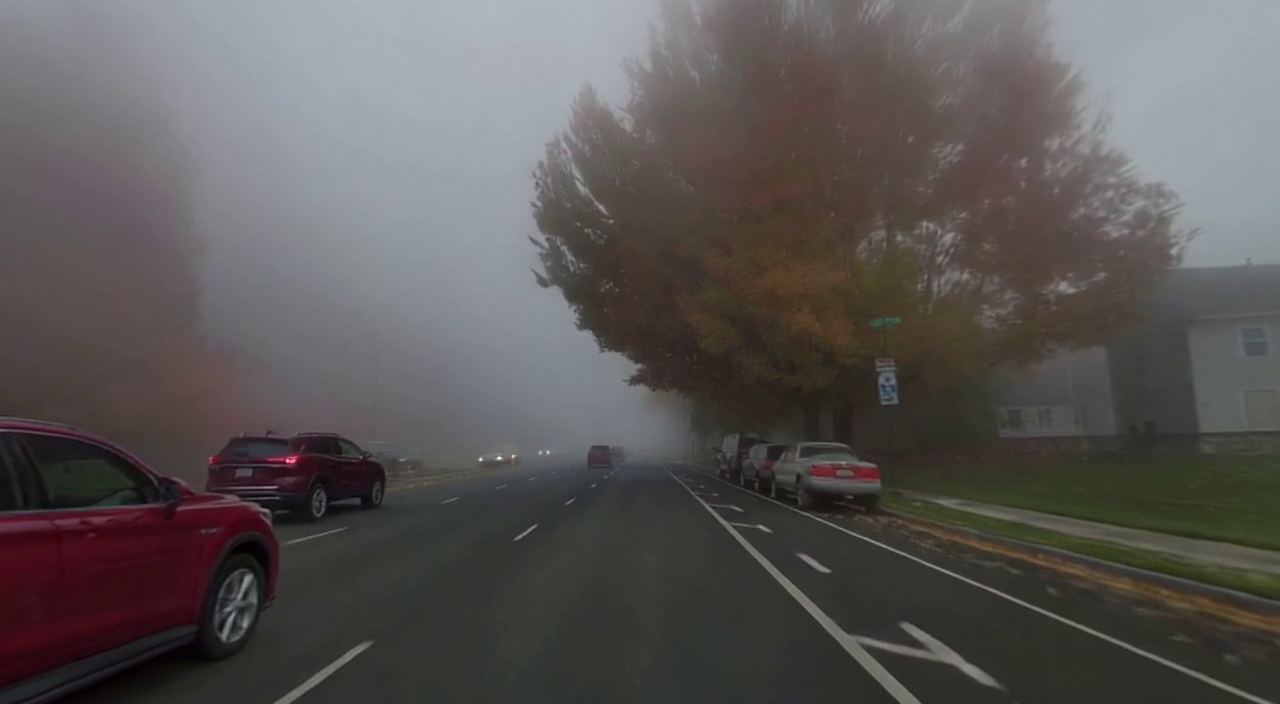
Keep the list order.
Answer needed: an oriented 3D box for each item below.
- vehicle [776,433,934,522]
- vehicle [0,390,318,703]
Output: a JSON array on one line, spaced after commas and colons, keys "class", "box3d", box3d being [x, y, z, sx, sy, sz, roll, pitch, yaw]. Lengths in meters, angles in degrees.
[{"class": "vehicle", "box3d": [4.599, 2.751, 14.318, 1.950, 1.668, 4.414, 1, -9, -1]}, {"class": "vehicle", "box3d": [-3.208, 0.843, 1.985, 1.982, 1.478, 4.465, 0, -9, 0]}]
